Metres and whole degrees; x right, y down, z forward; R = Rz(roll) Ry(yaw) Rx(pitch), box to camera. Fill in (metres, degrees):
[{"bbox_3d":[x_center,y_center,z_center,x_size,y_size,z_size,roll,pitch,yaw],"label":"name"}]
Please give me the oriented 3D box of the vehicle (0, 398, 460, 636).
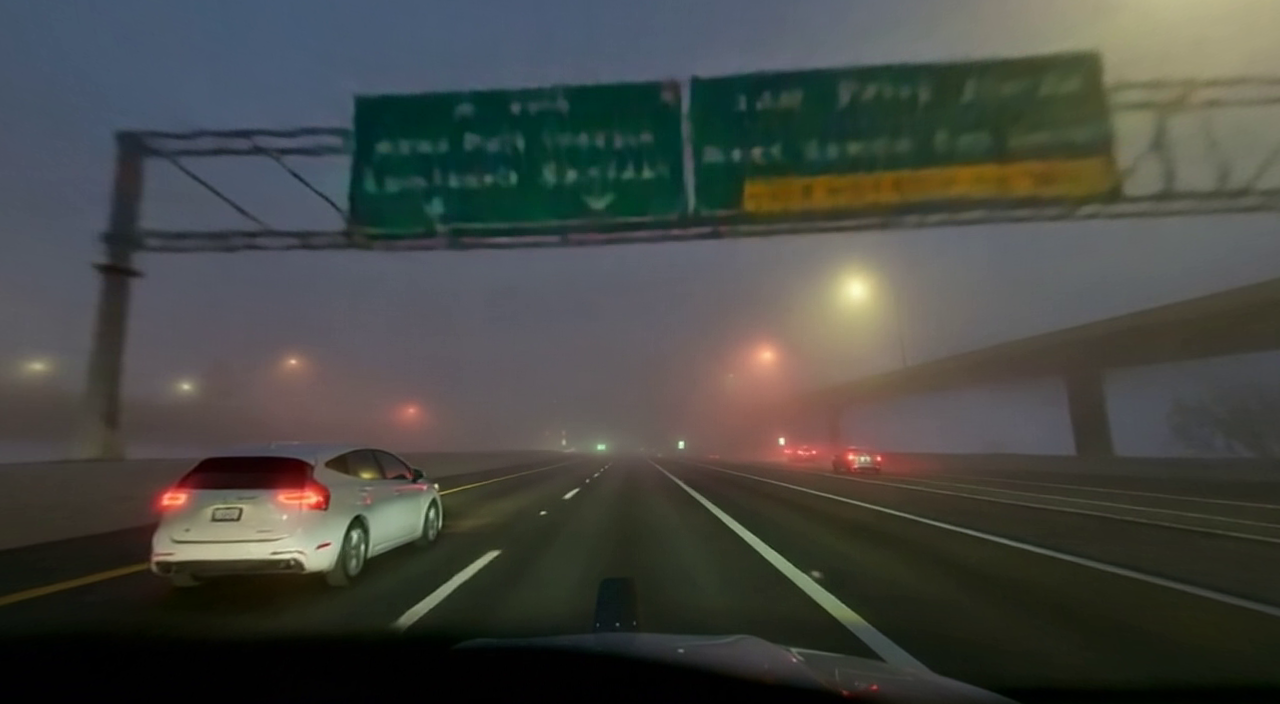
[{"bbox_3d":[-3.650,1.509,6.788,2.178,1.699,4.321,0,-8,0],"label":"vehicle"}]
